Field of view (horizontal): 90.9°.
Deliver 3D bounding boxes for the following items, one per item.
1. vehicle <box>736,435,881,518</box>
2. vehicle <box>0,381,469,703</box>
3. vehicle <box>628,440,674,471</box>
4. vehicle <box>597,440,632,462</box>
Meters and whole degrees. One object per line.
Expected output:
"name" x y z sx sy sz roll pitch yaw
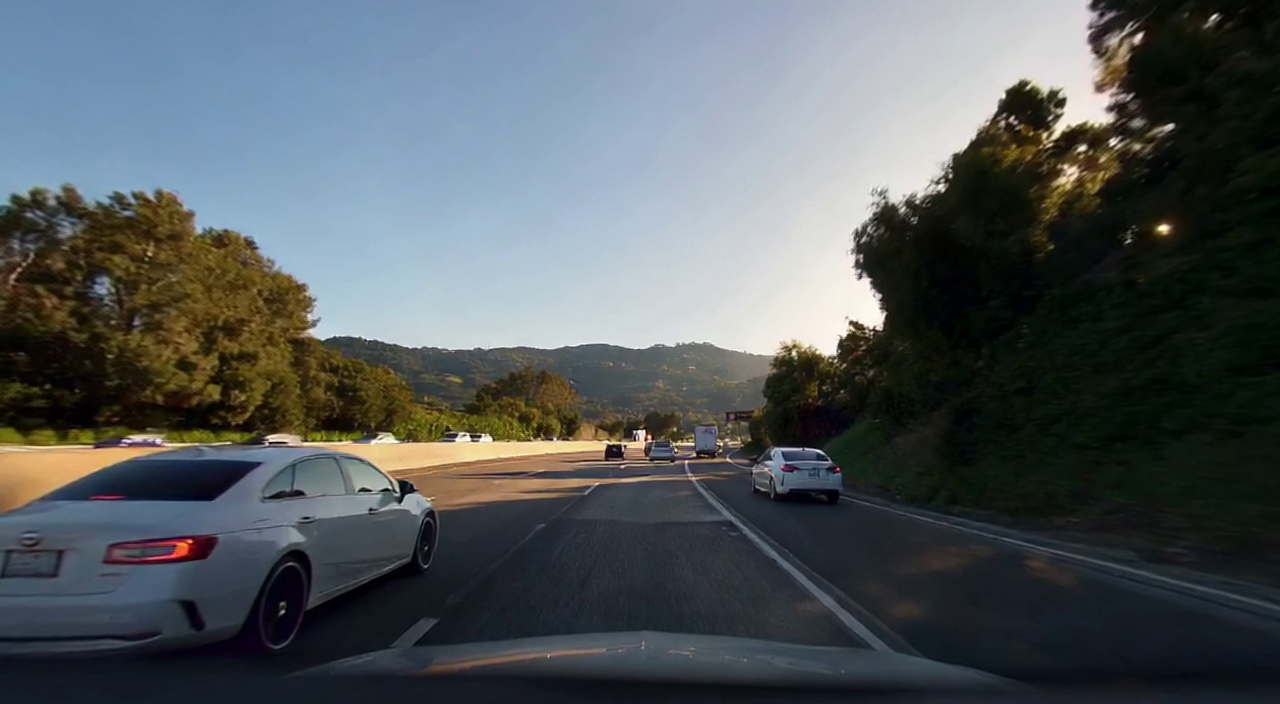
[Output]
"vehicle" 3.433 2.609 13.798 2.013 1.464 4.317 1 -8 1
"vehicle" -2.833 1.161 4.028 2.031 1.491 4.792 0 -8 1
"vehicle" 0.610 5.298 32.398 2.202 1.467 3.929 -1 -8 2
"vehicle" -1.726 6.987 44.581 2.010 1.482 4.230 -1 -8 4
